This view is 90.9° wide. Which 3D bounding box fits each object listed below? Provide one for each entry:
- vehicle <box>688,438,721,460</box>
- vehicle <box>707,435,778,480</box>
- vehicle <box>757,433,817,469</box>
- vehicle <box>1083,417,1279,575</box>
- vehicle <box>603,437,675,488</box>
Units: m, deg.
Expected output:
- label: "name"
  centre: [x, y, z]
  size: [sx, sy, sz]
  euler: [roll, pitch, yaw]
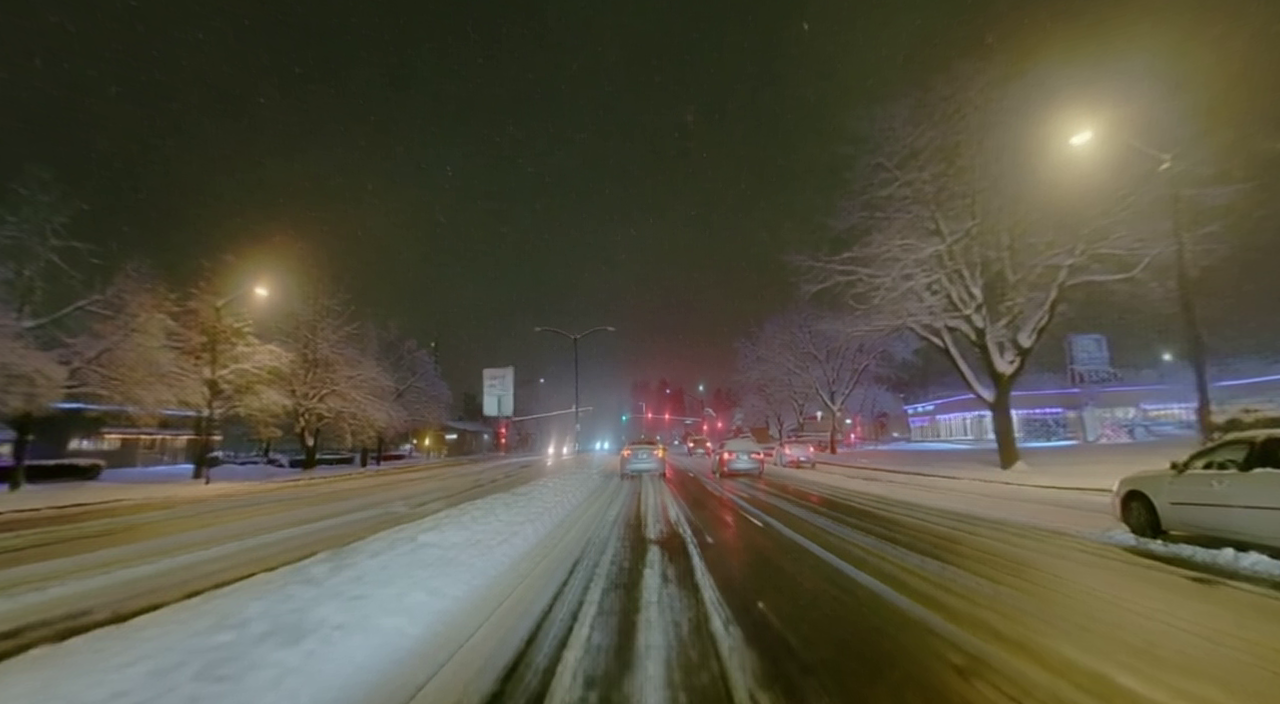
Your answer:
- label: "vehicle"
  centre: [4.539, 6.919, 44.977]
  size: [1.862, 1.457, 4.204]
  euler: [0, -8, 0]
- label: "vehicle"
  centre: [3.794, 3.988, 24.121]
  size: [1.988, 1.528, 4.144]
  euler: [0, -8, 0]
- label: "vehicle"
  centre: [7.512, 5.099, 32.642]
  size: [2.044, 1.701, 4.397]
  euler: [0, -8, 0]
- label: "vehicle"
  centre: [7.156, 1.459, 6.577]
  size: [1.892, 1.515, 4.400]
  euler: [0, -8, 1]
- label: "vehicle"
  centre: [-0.001, 3.535, 20.476]
  size: [2.096, 1.473, 3.893]
  euler: [0, -8, 1]
